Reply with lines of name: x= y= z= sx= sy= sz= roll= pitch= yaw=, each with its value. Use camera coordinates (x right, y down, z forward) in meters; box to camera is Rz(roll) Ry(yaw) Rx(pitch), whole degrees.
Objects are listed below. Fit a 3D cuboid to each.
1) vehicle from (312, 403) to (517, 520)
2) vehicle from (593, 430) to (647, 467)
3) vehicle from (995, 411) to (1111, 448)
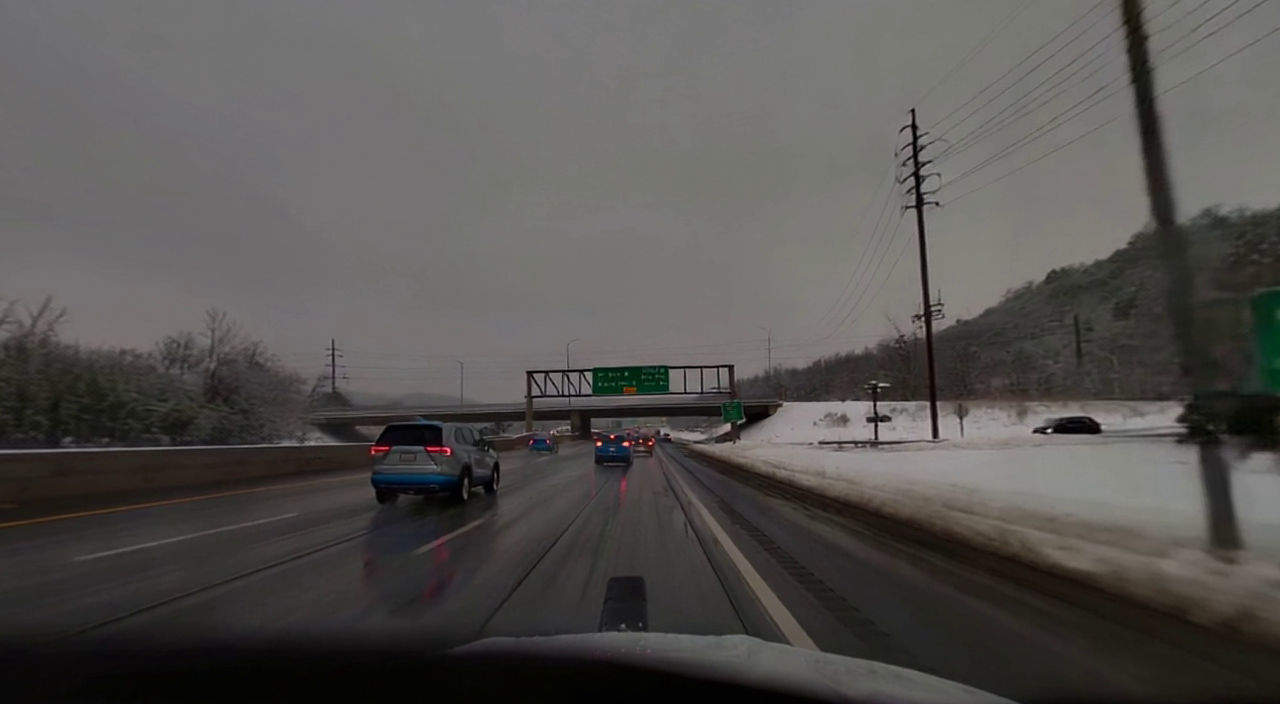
vehicle: x=-4.081 y=2.109 z=12.536 sx=2.228 sy=1.845 sz=4.847 roll=0 pitch=-8 yaw=1
vehicle: x=-0.891 y=4.638 z=30.361 sx=2.193 sy=1.651 sz=3.946 roll=-1 pitch=-8 yaw=4
vehicle: x=31.060 y=5.923 z=47.554 sx=6.876 sy=2.571 sz=2.571 roll=-7 pitch=-11 yaw=39
